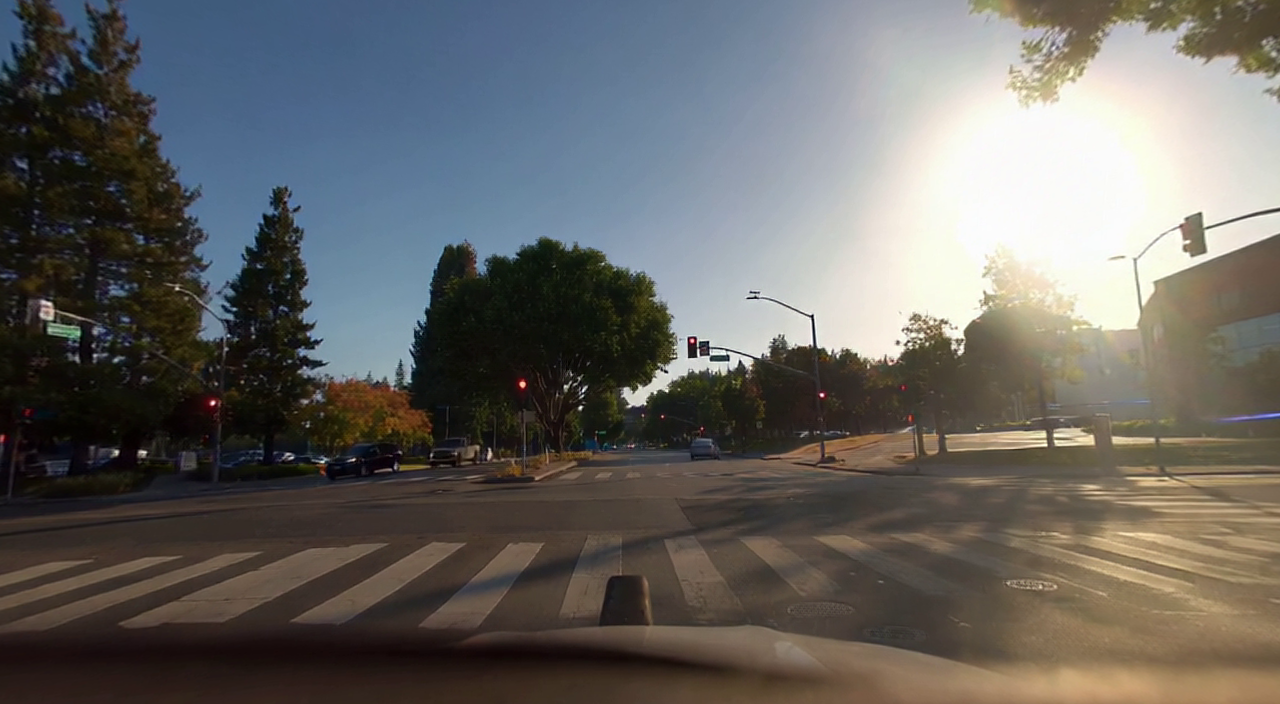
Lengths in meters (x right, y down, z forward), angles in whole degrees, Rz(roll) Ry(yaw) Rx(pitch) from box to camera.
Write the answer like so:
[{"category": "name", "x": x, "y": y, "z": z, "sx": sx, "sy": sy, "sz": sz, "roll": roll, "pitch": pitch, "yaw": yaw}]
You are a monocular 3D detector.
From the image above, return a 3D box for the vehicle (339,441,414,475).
[{"category": "vehicle", "x": -14.828, "y": 5.973, "z": 35.748, "sx": 2.169, "sy": 1.753, "sz": 4.640, "roll": 0, "pitch": -8, "yaw": 1}]
